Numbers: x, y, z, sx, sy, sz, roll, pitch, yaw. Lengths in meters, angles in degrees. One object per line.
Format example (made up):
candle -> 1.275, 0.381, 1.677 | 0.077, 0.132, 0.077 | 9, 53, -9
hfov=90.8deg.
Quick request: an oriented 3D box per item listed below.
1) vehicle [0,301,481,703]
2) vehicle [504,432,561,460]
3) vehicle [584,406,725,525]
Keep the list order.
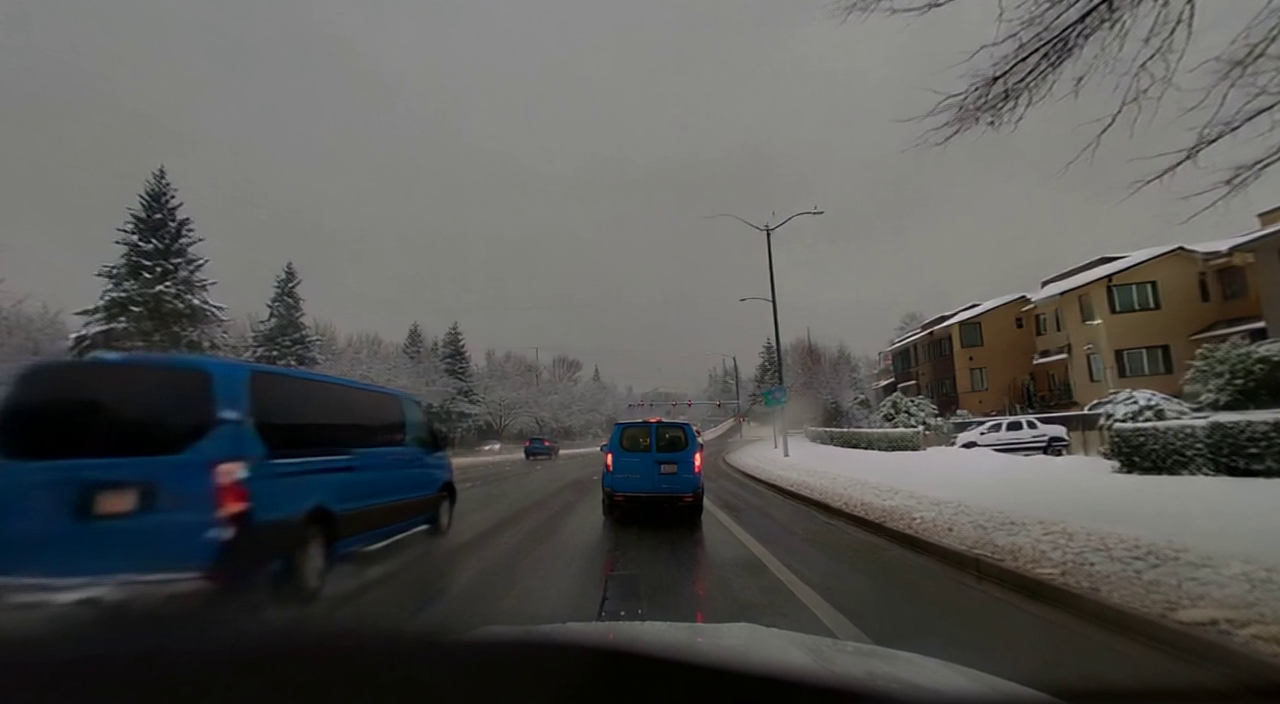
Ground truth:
vehicle -> -3.542, 1.153, 6.043 | 2.486, 2.074, 5.456 | 0, -8, 2
vehicle -> -7.146, 6.309, 42.485 | 2.243, 1.783, 4.600 | -2, -8, 11
vehicle -> 0.294, 2.071, 11.961 | 2.173, 1.830, 4.189 | 0, -8, 2
